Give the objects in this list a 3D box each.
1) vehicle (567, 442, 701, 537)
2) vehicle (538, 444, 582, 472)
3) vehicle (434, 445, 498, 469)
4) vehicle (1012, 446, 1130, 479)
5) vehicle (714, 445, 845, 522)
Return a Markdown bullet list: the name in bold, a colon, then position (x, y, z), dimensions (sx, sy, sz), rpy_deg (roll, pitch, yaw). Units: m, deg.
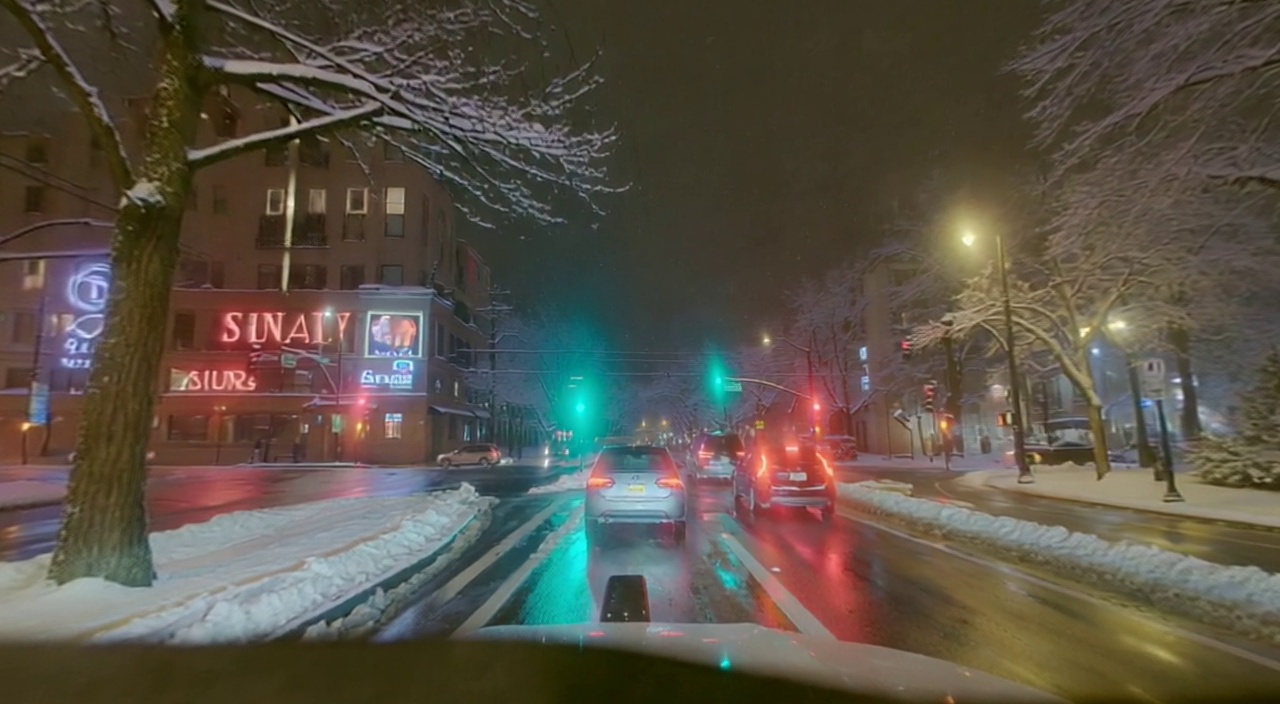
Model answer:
- **vehicle**: position (-0.125, 2.469, 11.997), dimensions (2.087, 1.456, 4.143), rpy_deg (0, -8, -1)
- **vehicle**: position (-5.171, 6.917, 41.251), dimensions (2.192, 1.708, 4.291), rpy_deg (-1, -9, 2)
- **vehicle**: position (-13.543, 8.239, 49.506), dimensions (2.098, 1.748, 5.353), rpy_deg (-3, -9, 19)
- **vehicle**: position (22.348, 5.746, 32.814), dimensions (4.610, 1.622, 1.934), rpy_deg (-1, -9, 4)
- **vehicle**: position (2.918, 2.827, 14.214), dimensions (1.893, 1.446, 4.270), rpy_deg (0, -8, -1)
